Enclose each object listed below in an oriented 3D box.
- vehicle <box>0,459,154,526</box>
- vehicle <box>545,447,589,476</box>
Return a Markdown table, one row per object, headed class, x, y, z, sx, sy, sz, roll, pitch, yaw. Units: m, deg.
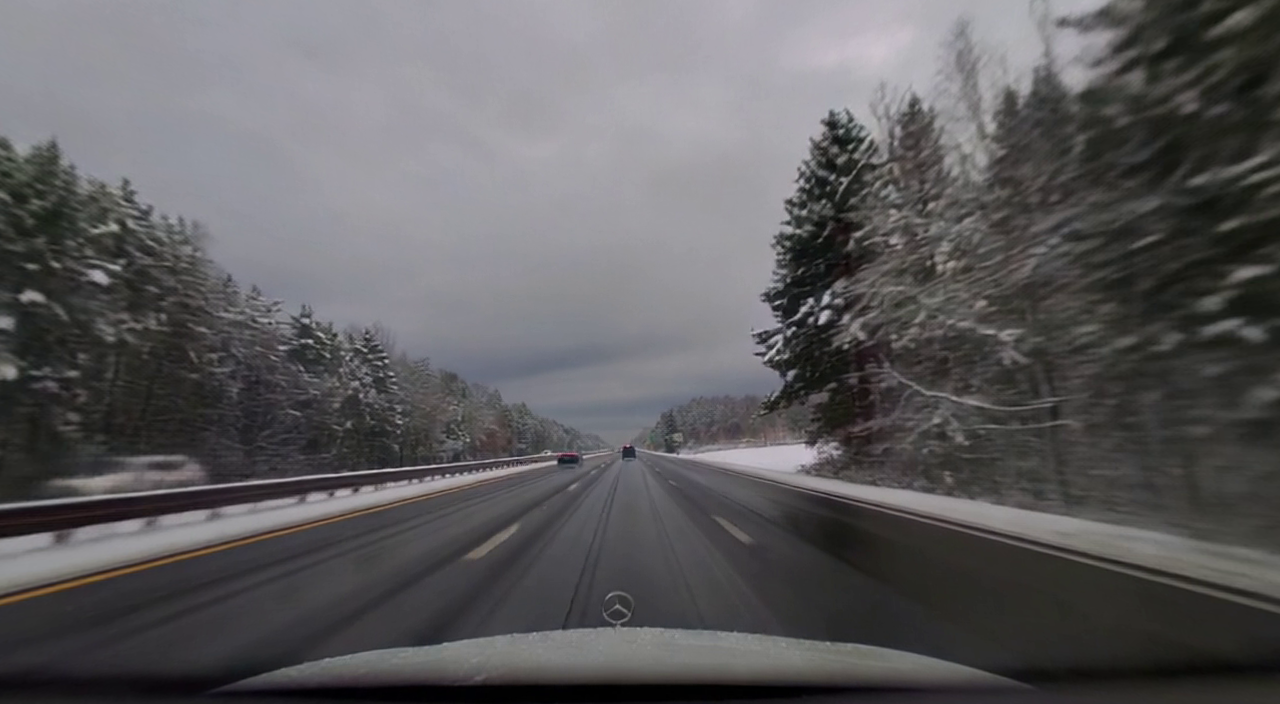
| class | x | y | z | sx | sy | sz | roll | pitch | yaw |
| --- | --- | --- | --- | --- | --- | --- | --- | --- | --- |
| vehicle | -15.965 | 3.728 | 17.199 | 1.884 | 1.518 | 4.311 | 0 | -9 | 0 |
| vehicle | -4.027 | 6.079 | 35.222 | 1.970 | 1.492 | 3.944 | 0 | -9 | 0 |
